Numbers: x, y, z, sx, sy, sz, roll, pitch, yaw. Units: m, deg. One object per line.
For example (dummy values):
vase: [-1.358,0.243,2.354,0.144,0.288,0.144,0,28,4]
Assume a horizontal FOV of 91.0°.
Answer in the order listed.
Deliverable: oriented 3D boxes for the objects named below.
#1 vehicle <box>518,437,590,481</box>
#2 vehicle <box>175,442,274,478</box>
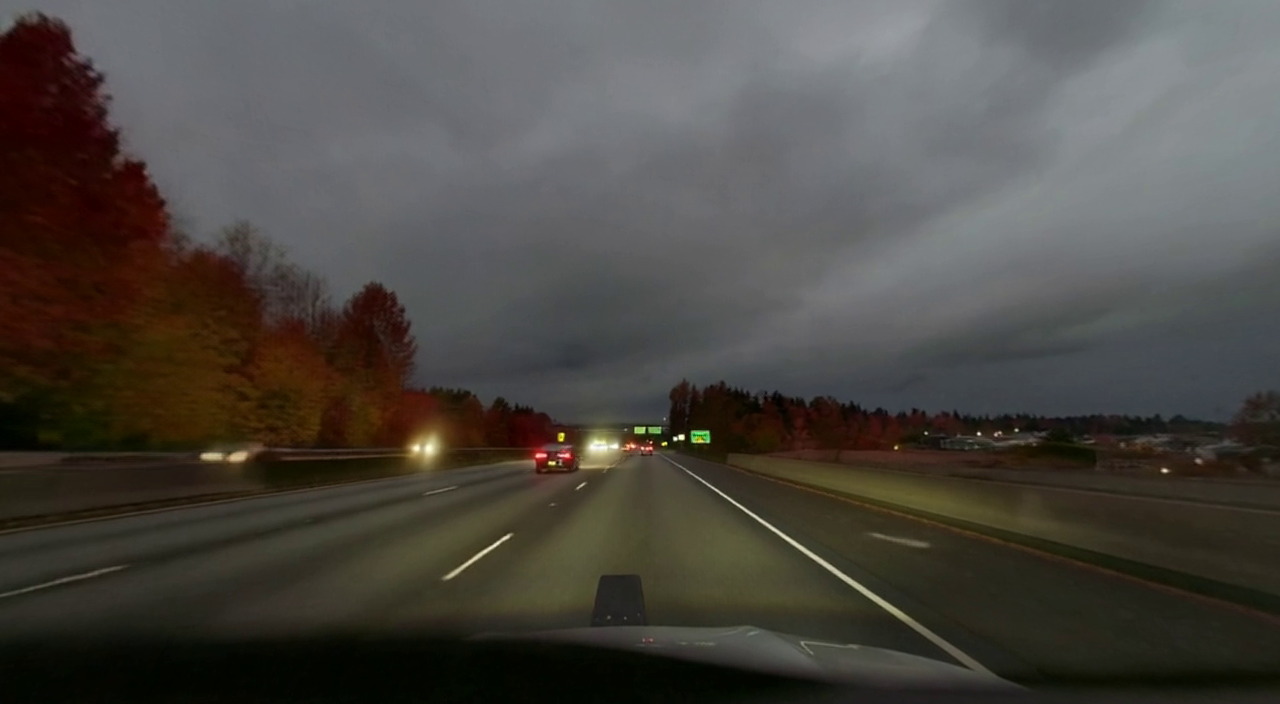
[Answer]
vehicle: [-3.322,4.261,25.355,2.061,1.572,4.814,0,-8,2]
vehicle: [-20.023,5.193,30.571,1.908,1.567,4.458,0,-8,-3]
